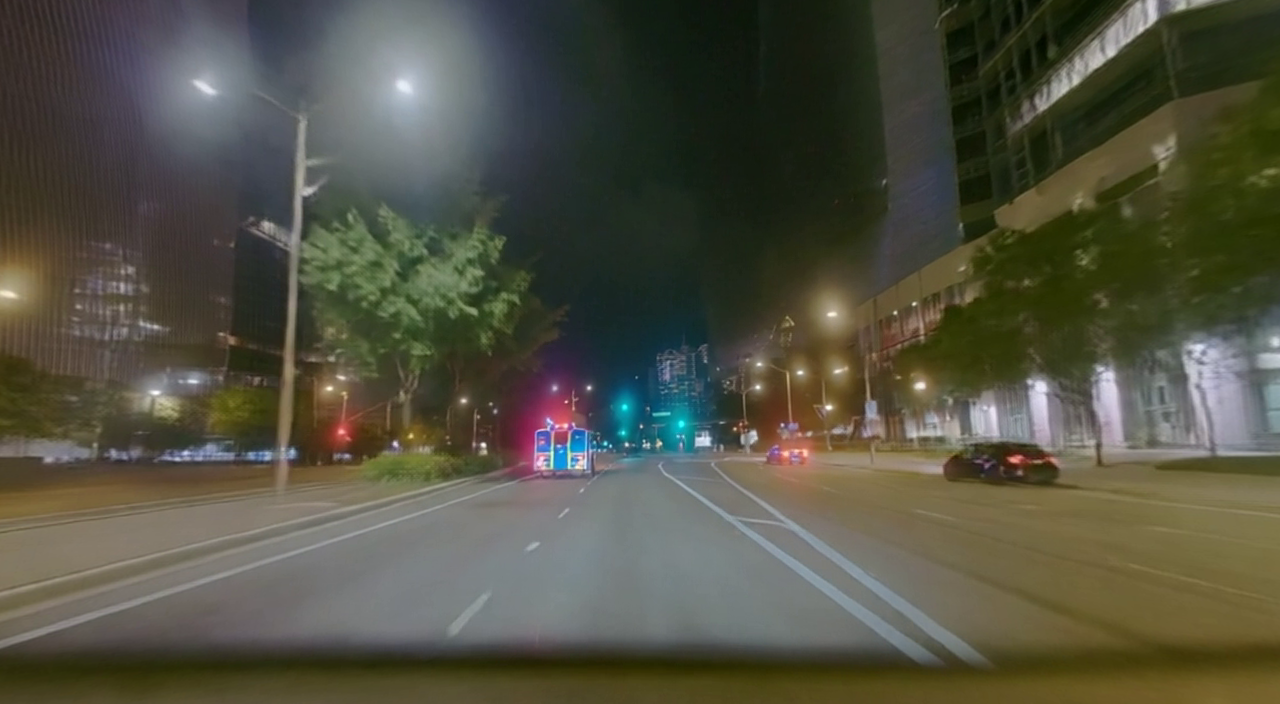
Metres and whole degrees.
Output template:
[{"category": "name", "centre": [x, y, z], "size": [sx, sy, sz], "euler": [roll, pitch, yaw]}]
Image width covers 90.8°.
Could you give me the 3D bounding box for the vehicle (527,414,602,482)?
[{"category": "vehicle", "centre": [-3.307, 4.405, 29.106], "size": [2.633, 2.787, 5.796], "euler": [0, -9, 1]}]

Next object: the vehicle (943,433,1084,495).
[{"category": "vehicle", "centre": [11.615, 3.488, 20.074], "size": [1.980, 1.719, 4.422], "euler": [-1, -9, 4]}]
